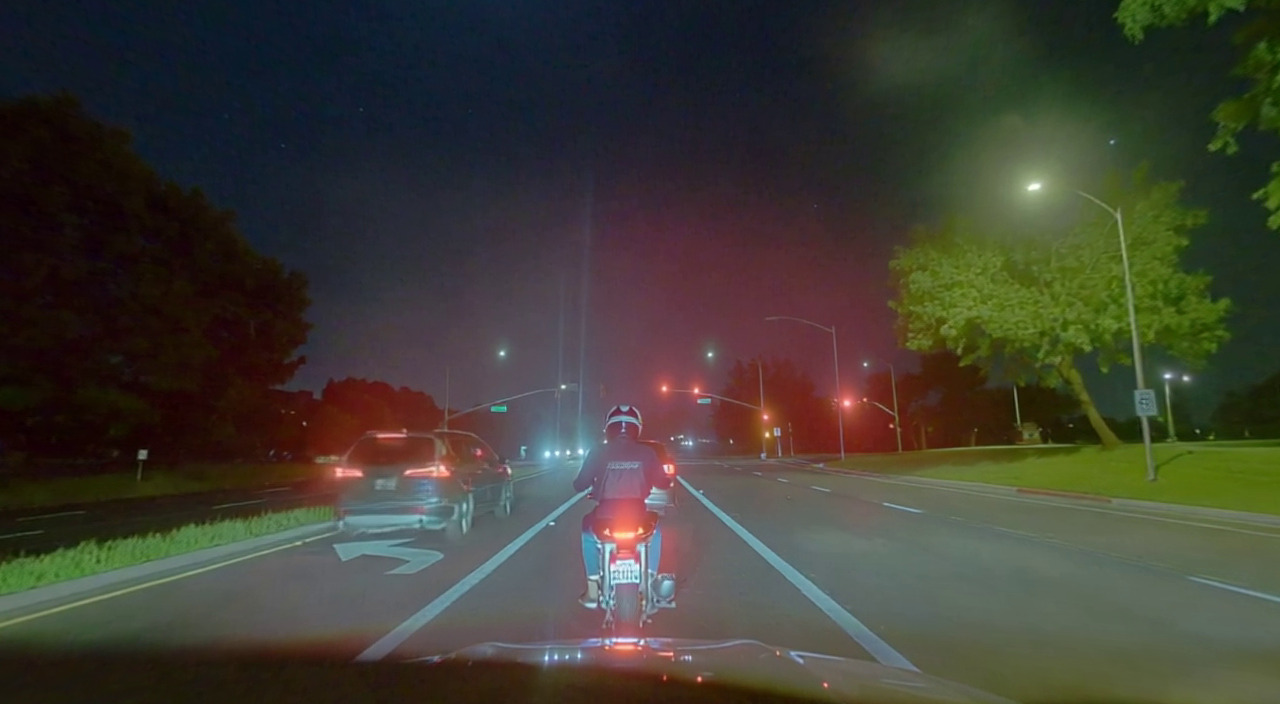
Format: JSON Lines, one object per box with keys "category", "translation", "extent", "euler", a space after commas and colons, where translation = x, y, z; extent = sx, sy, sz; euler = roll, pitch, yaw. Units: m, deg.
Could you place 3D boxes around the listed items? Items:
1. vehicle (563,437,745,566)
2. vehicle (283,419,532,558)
{"category": "vehicle", "translation": [0.126, 2.042, 9.524], "extent": [2.093, 1.450, 4.437], "euler": [0, -8, -1]}
{"category": "vehicle", "translation": [-3.244, 2.014, 10.186], "extent": [2.056, 1.647, 5.045], "euler": [-1, -8, 1]}
